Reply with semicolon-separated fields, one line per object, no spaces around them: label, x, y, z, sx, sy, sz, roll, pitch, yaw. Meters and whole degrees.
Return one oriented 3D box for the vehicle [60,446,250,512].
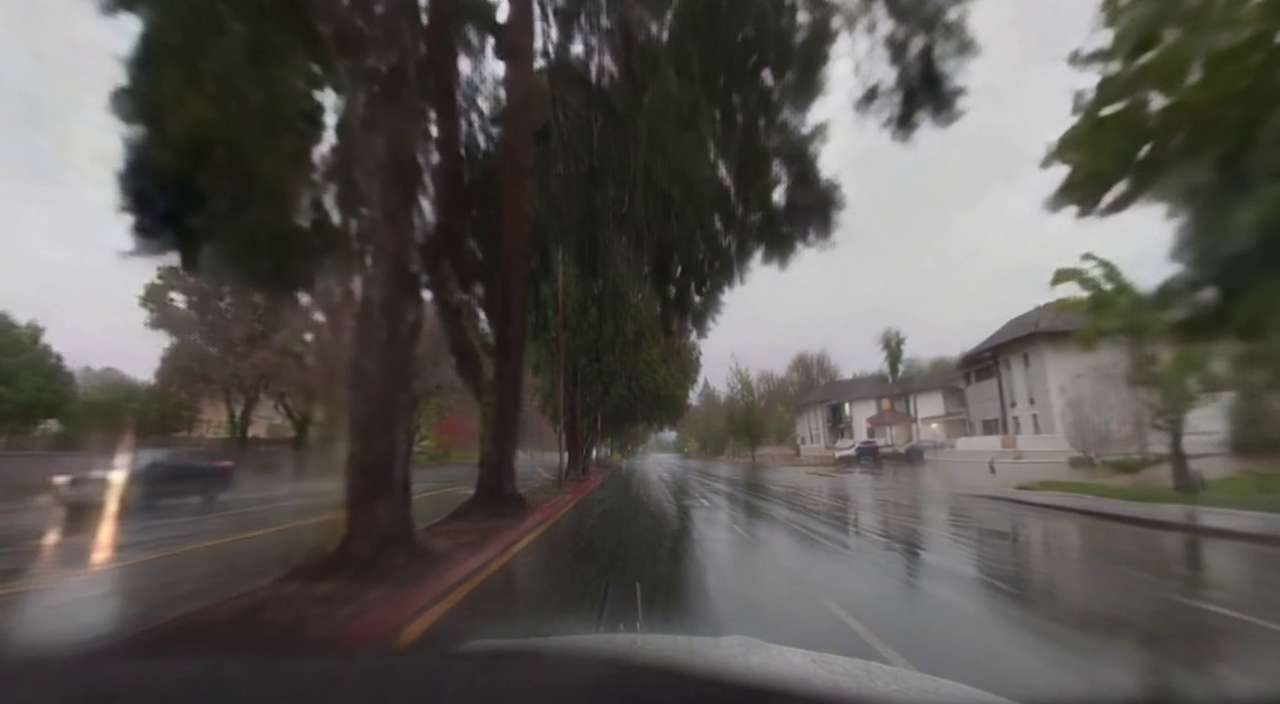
vehicle;-14.348;3.730;19.142;1.919;1.700;4.685;0;-8;1
